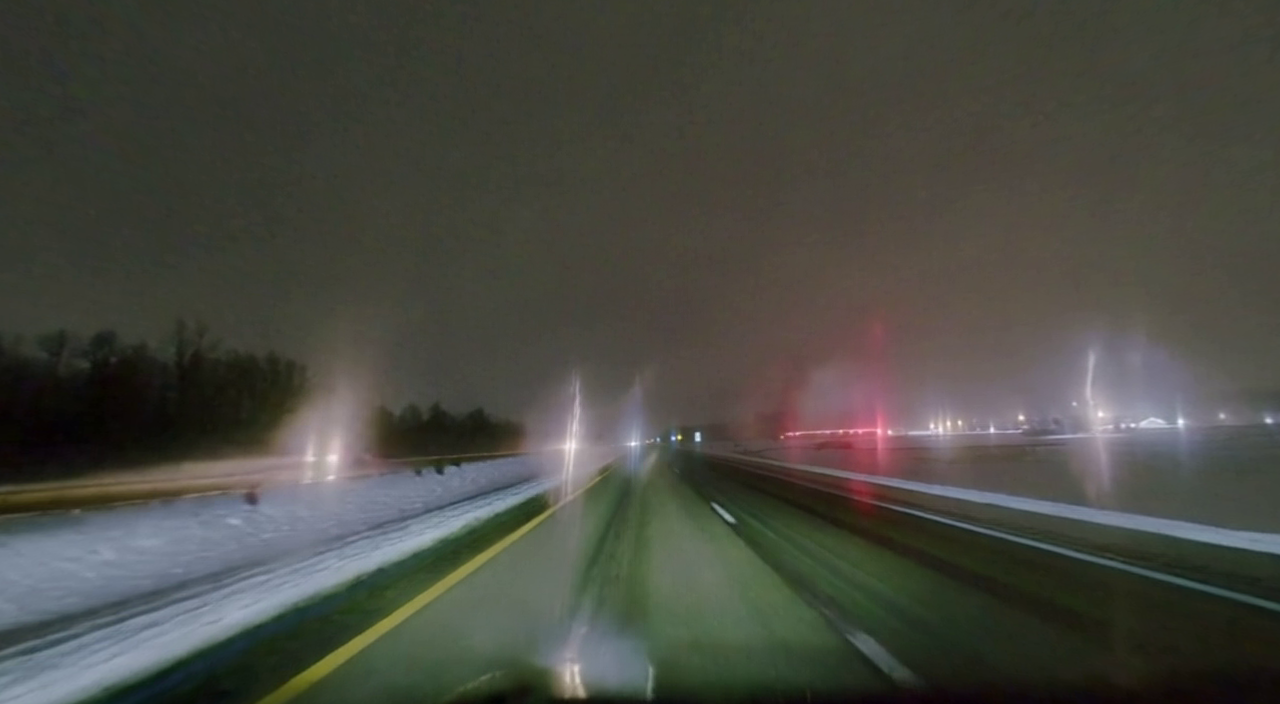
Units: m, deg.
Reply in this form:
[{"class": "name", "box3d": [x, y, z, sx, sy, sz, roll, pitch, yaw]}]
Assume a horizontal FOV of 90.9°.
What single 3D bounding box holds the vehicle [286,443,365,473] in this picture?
[{"class": "vehicle", "box3d": [-17.061, 5.740, 34.469, 1.941, 1.514, 4.359, 0, -8, 1]}]
